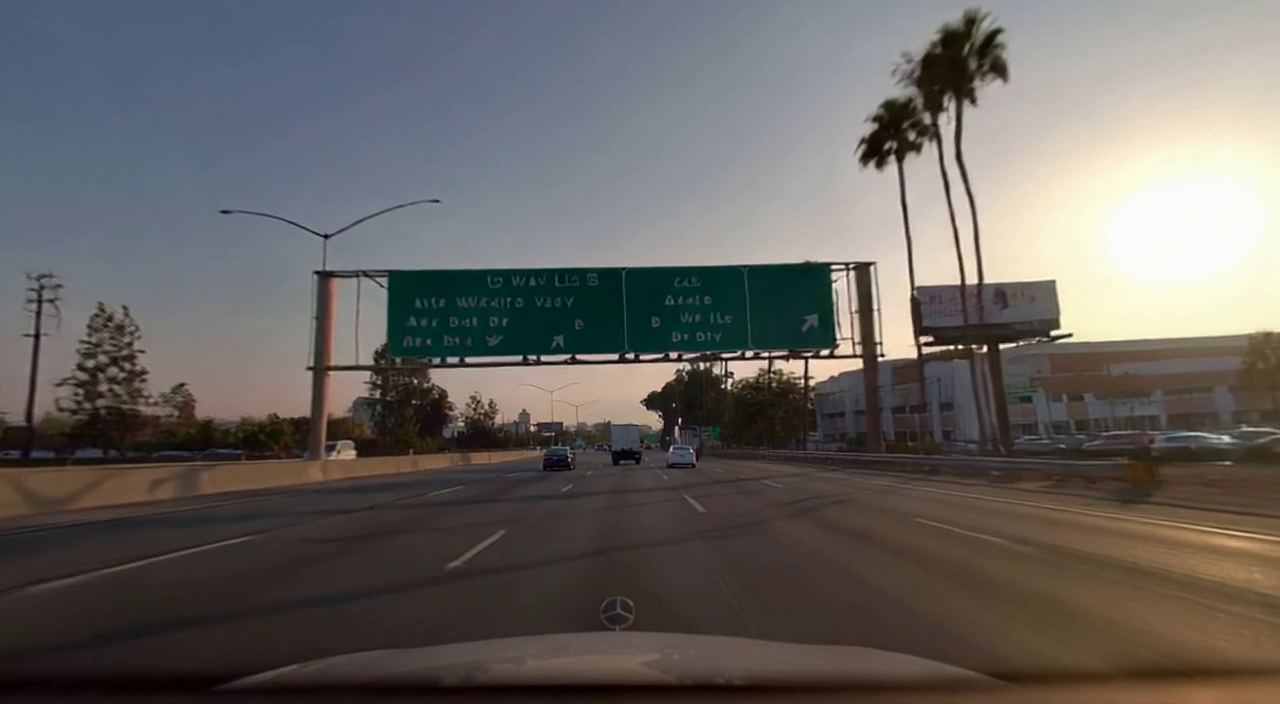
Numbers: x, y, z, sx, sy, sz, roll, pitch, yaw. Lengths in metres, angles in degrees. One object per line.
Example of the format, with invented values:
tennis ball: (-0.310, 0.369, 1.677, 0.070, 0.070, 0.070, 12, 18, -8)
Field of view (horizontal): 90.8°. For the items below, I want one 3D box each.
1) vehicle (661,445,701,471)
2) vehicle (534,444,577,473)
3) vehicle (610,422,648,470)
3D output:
vehicle: (2.644, 6.958, 41.809, 2.175, 1.598, 4.584, 0, -9, -2)
vehicle: (-5.069, 6.431, 38.322, 2.021, 1.598, 4.887, 0, -9, -1)
vehicle: (-0.758, 6.325, 42.345, 2.364, 2.953, 6.495, 0, -9, -1)
